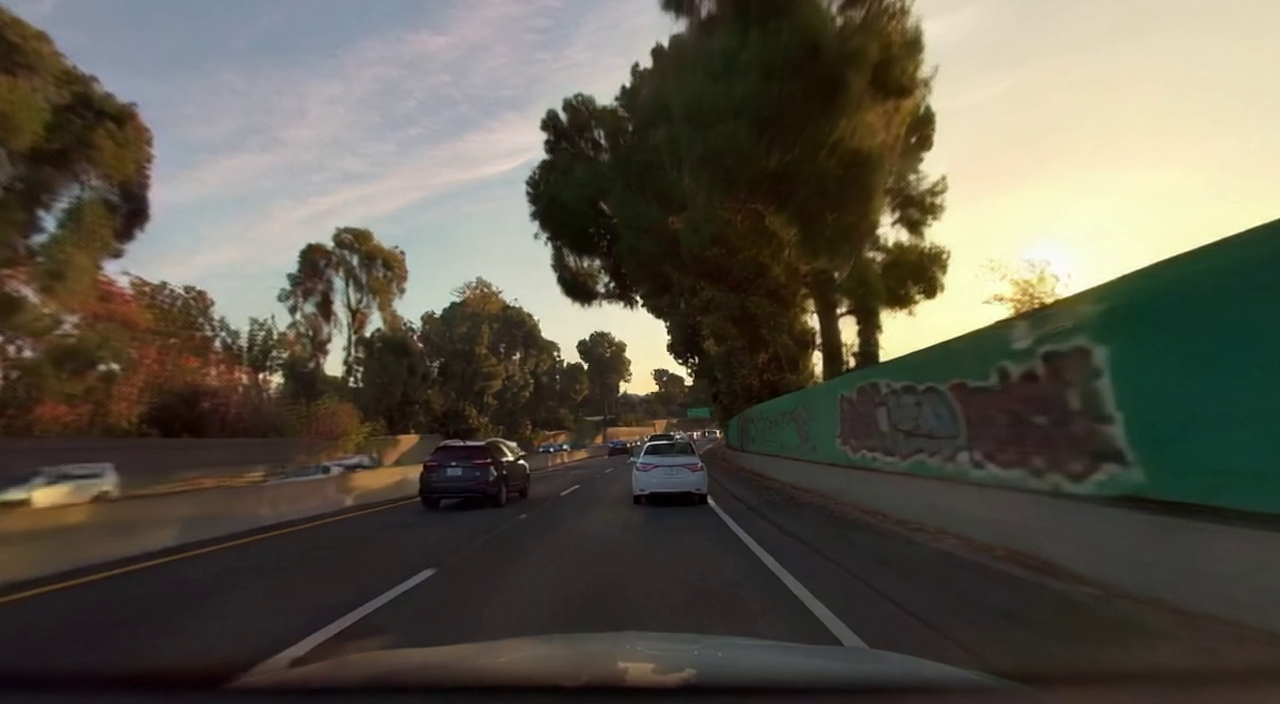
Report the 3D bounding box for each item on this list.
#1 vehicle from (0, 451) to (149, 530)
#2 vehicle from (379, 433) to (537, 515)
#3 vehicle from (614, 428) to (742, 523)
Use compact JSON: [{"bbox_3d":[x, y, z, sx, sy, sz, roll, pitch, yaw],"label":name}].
[{"bbox_3d":[-14.872,3.235,15.092,2.168,1.641,4.958,0,-8,0],"label":"vehicle"},{"bbox_3d":[-3.687,2.545,13.676,2.059,1.471,4.152,0,-8,2],"label":"vehicle"},{"bbox_3d":[0.649,2.303,12.288,2.077,1.533,3.854,0,-8,1],"label":"vehicle"}]
